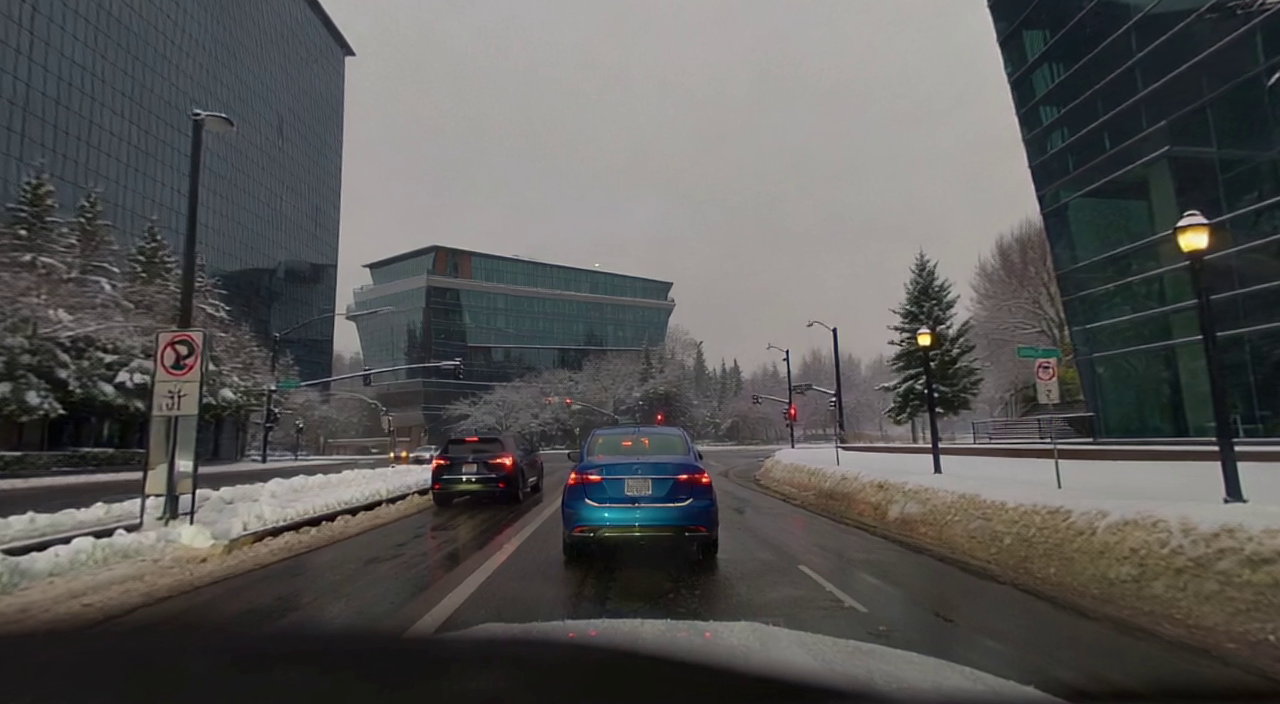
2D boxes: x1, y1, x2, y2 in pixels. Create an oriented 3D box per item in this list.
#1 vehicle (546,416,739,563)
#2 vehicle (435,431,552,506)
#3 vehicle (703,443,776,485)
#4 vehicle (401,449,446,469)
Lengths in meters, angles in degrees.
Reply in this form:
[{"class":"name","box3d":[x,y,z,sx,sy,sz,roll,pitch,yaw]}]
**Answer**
[{"class":"vehicle","box3d":[0.016,1.886,9.398,2.207,1.659,4.155,0,-8,0]},{"class":"vehicle","box3d":[-3.620,2.964,16.492,2.068,1.678,4.199,0,-8,0]},{"class":"vehicle","box3d":[3.716,4.256,24.461,2.082,1.445,4.426,0,-8,0]},{"class":"vehicle","box3d":[-16.704,8.269,48.953,1.826,1.422,4.490,0,-8,0]}]
